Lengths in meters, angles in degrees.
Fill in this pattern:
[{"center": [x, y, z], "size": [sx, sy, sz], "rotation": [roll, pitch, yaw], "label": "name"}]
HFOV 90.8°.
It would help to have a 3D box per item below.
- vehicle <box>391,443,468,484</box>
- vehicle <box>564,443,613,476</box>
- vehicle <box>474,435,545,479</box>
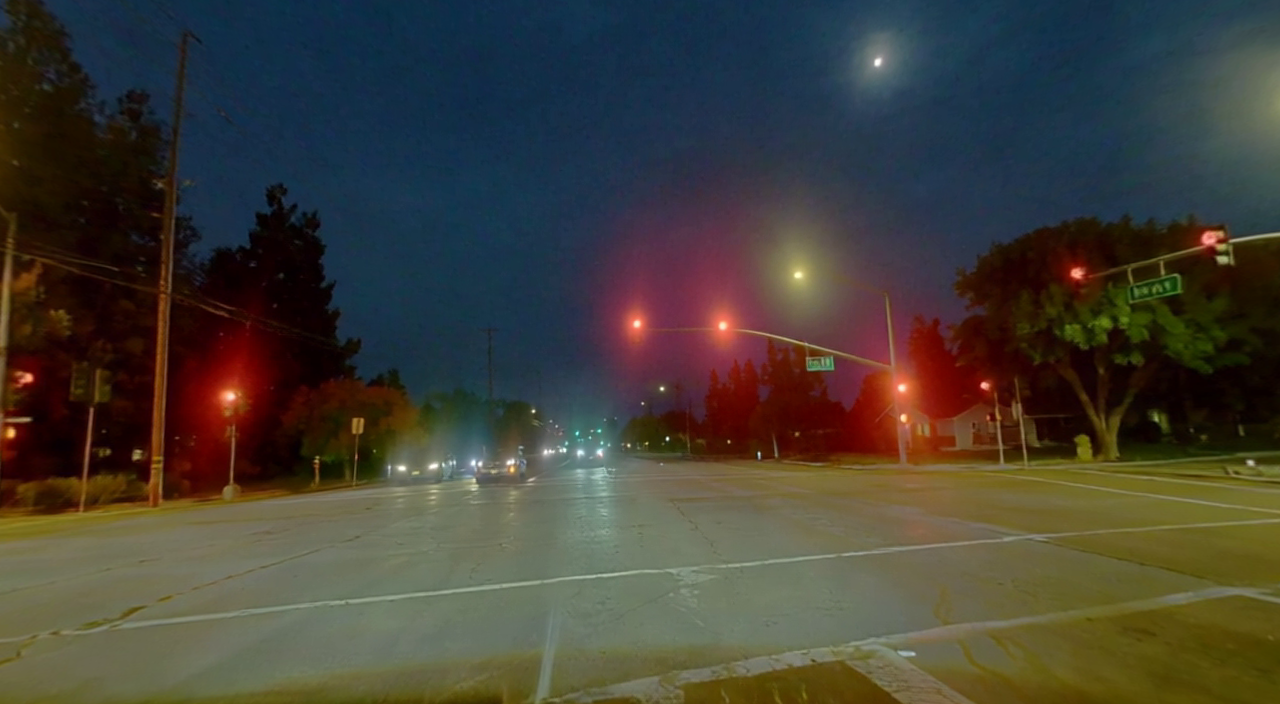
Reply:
[{"center": [-10.173, 5.393, 30.981], "size": [2.241, 1.819, 4.690], "rotation": [0, -9, -1], "label": "vehicle"}, {"center": [-2.415, 5.219, 30.932], "size": [2.174, 1.477, 4.805], "rotation": [0, -9, -2], "label": "vehicle"}, {"center": [-6.401, 5.233, 31.766], "size": [2.479, 1.977, 5.254], "rotation": [0, -9, -1], "label": "vehicle"}]
